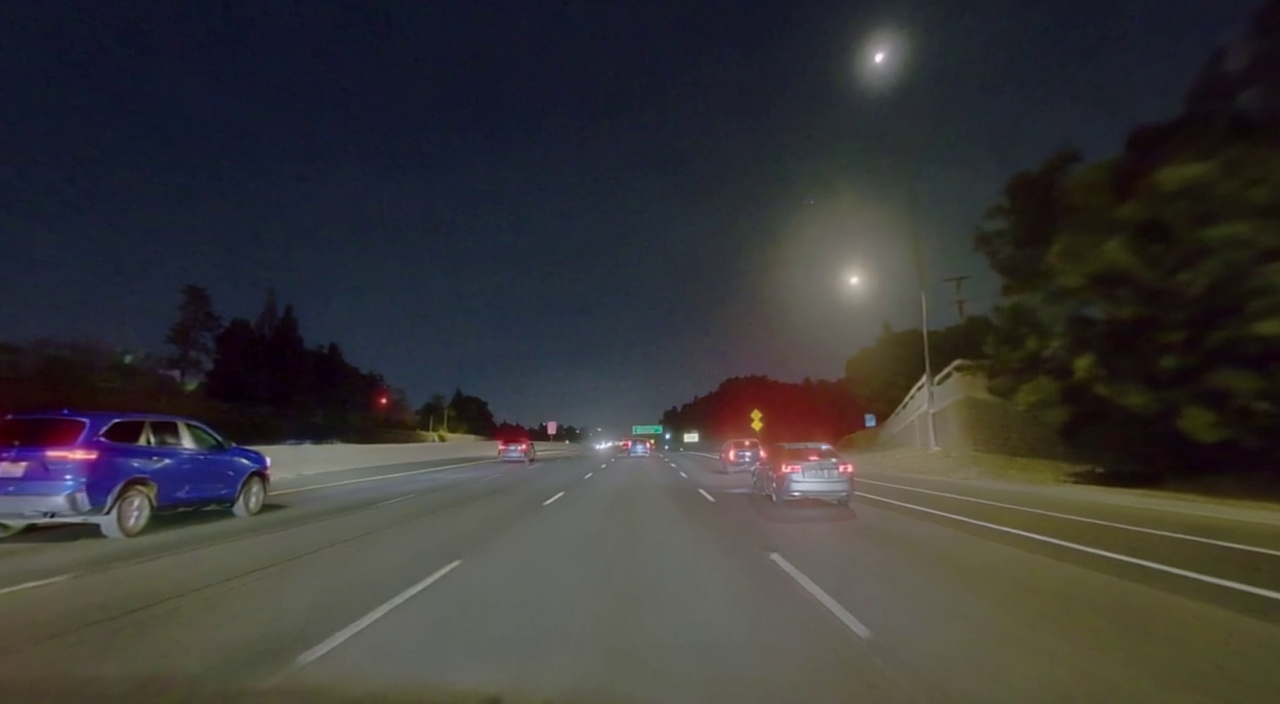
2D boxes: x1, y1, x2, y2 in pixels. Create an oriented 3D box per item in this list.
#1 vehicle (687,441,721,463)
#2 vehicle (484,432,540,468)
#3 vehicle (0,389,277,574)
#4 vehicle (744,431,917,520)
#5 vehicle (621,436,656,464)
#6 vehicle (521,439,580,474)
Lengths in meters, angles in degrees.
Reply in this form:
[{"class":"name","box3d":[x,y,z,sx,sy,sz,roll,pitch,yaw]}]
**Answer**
[{"class":"vehicle","box3d":[4.477,7.074,44.666,1.944,1.465,4.245,0,-9,0]},{"class":"vehicle","box3d":[-7.010,5.429,34.937,2.111,1.811,4.391,0,-9,1]},{"class":"vehicle","box3d":[-7.436,1.652,8.691,2.142,1.849,4.566,0,-9,-1]},{"class":"vehicle","box3d":[3.647,2.468,13.103,2.141,1.507,4.510,0,-9,0]},{"class":"vehicle","box3d":[-0.098,6.436,41.469,2.158,1.706,4.219,0,-9,0]},{"class":"vehicle","box3d":[-4.009,4.747,28.852,2.071,1.478,4.130,0,-9,1]}]
